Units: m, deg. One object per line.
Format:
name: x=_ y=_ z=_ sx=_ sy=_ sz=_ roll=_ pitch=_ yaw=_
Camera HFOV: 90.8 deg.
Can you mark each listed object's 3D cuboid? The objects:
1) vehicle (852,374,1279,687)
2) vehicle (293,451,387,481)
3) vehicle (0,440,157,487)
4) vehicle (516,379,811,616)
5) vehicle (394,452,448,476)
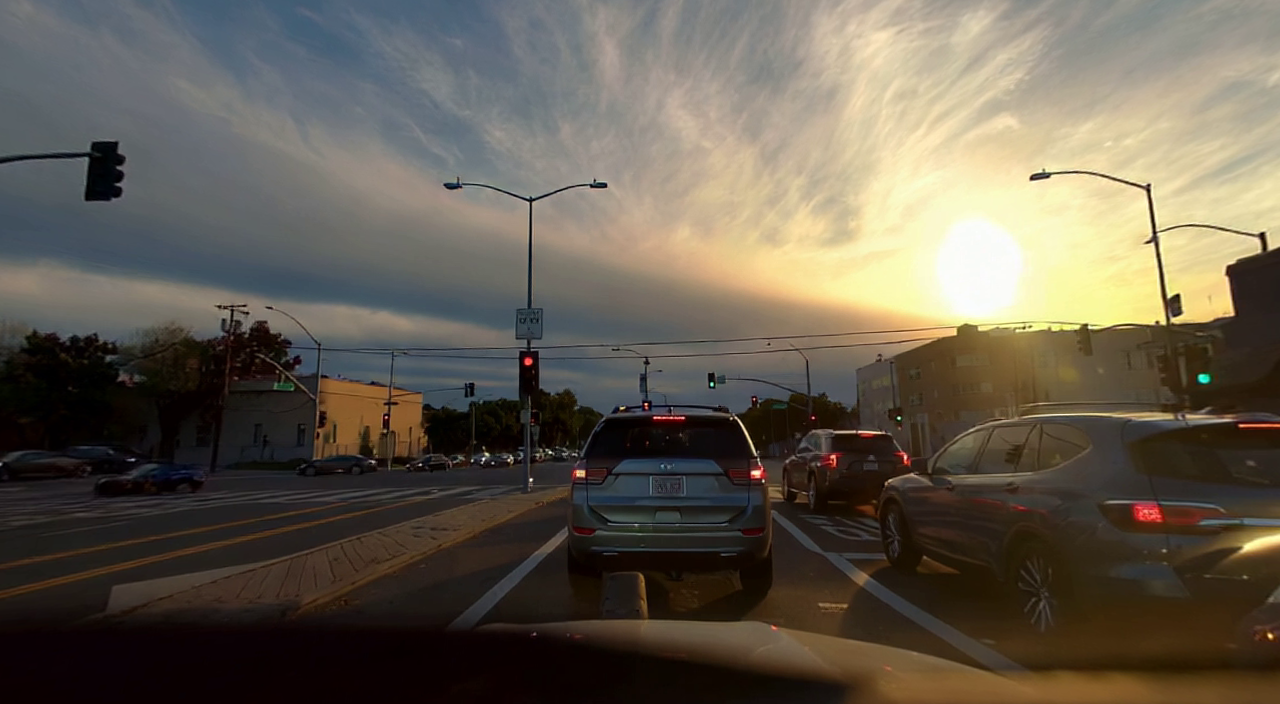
vehicle: x=3.592 y=1.290 z=5.661 sx=2.018 sy=1.701 sz=4.288 roll=0 pitch=-9 yaw=2
vehicle: x=-19.899 y=7.551 z=42.134 sx=2.044 sy=1.849 sz=5.156 roll=-8 pitch=-12 yaw=42
vehicle: x=-24.585 y=4.835 z=27.552 sx=5.062 sy=1.946 sz=2.243 roll=0 pitch=-9 yaw=-1
vehicle: x=0.223 y=1.463 z=7.218 sx=2.292 sy=1.840 sz=4.394 roll=0 pitch=-9 yaw=1
vehicle: x=-16.843 y=8.597 z=48.810 sx=2.089 sy=1.739 sz=4.744 roll=-1 pitch=-9 yaw=6
